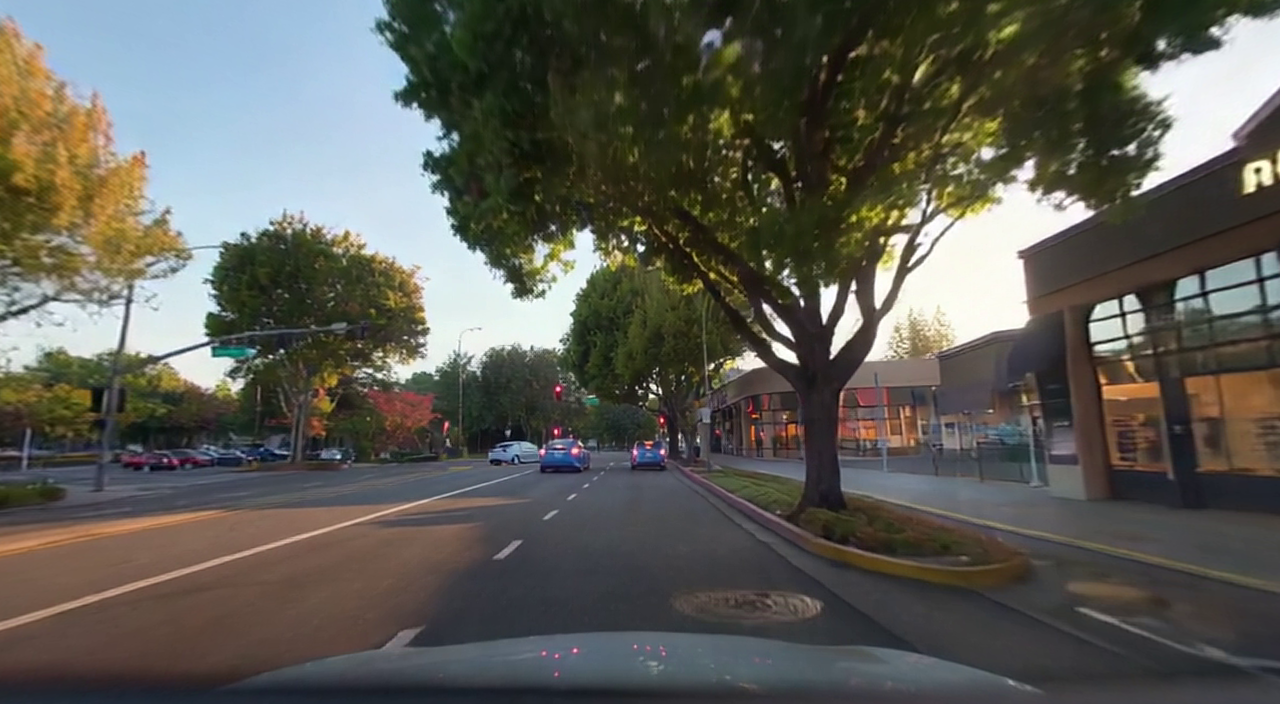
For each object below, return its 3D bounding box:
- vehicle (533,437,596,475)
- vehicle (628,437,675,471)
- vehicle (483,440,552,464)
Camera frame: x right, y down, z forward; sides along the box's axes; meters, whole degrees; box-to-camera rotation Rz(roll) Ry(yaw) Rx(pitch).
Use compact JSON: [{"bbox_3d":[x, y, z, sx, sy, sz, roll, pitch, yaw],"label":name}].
[{"bbox_3d":[-3.100,4.403,26.928,2.032,1.467,4.411,0,-9,1],"label":"vehicle"},{"bbox_3d":[0.520,4.774,29.727,2.059,1.456,4.047,0,-9,0],"label":"vehicle"},{"bbox_3d":[-8.965,7.281,46.192,4.541,1.689,1.966,5,-10,-29],"label":"vehicle"}]
